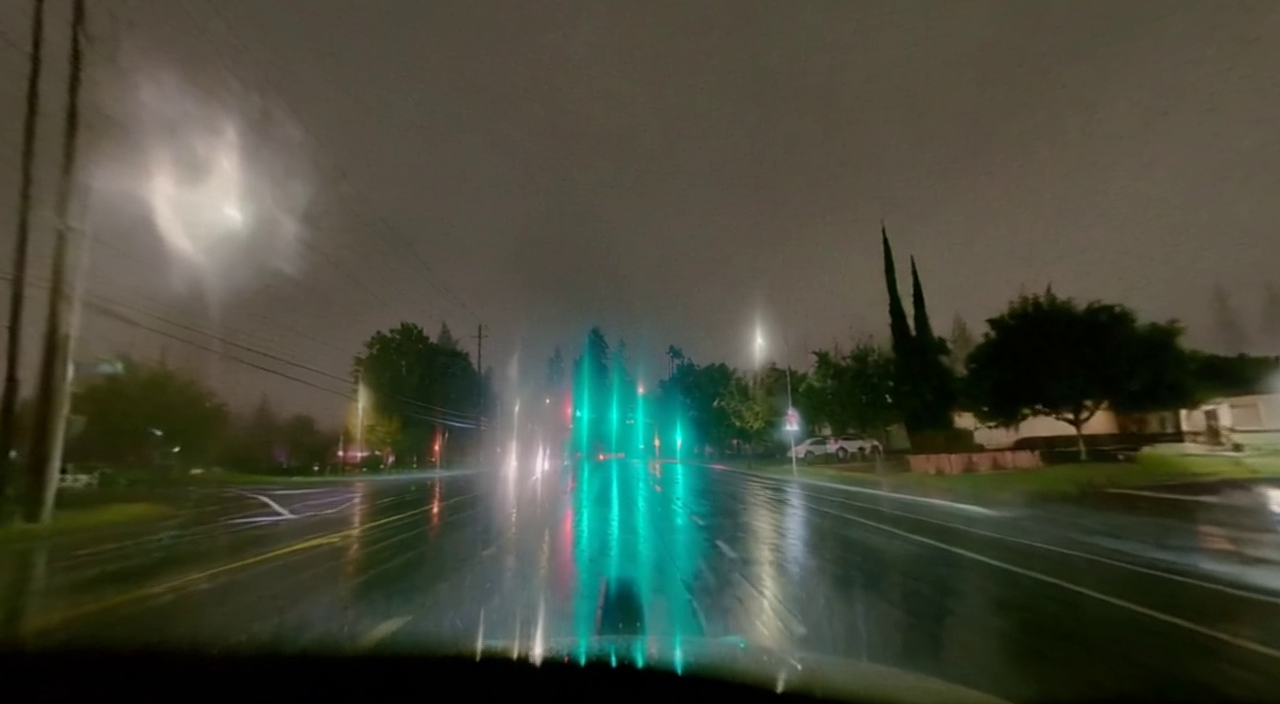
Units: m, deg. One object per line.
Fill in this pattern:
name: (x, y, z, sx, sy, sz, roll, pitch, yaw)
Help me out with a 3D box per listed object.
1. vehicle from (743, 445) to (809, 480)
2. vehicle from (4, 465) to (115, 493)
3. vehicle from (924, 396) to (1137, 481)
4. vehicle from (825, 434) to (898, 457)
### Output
vehicle: (6.150, 5.041, 29.142, 1.969, 1.495, 4.328, 0, -9, -2)
vehicle: (-32.375, 7.077, 35.309, 4.242, 1.473, 1.820, 0, -9, -2)
vehicle: (12.816, 2.880, 21.086, 5.348, 2.455, 2.419, -2, -9, -1)
vehicle: (16.348, 6.945, 46.748, 4.658, 1.468, 1.905, -3, -9, -1)
